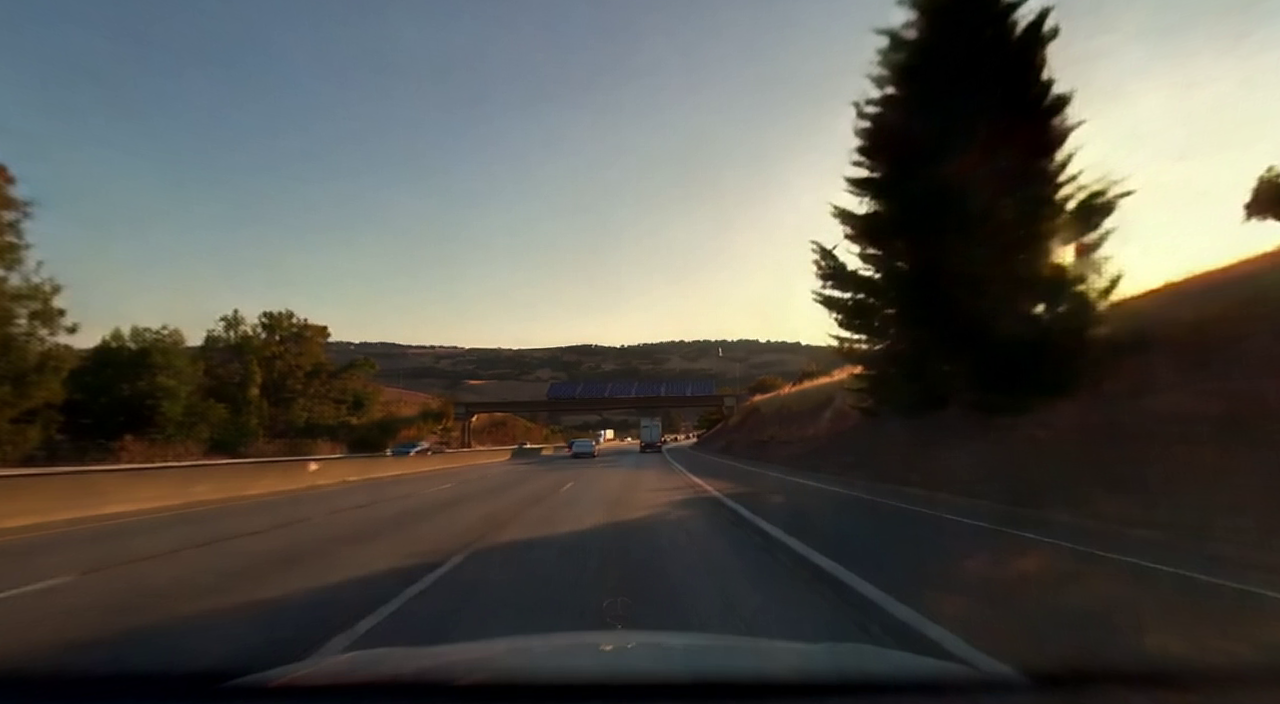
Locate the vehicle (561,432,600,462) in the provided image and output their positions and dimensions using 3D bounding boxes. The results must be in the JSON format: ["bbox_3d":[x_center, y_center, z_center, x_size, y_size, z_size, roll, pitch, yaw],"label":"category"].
[{"bbox_3d":[-3.991,6.518,43.237,2.130,1.935,4.817,-1,-8,1],"label":"vehicle"}]
